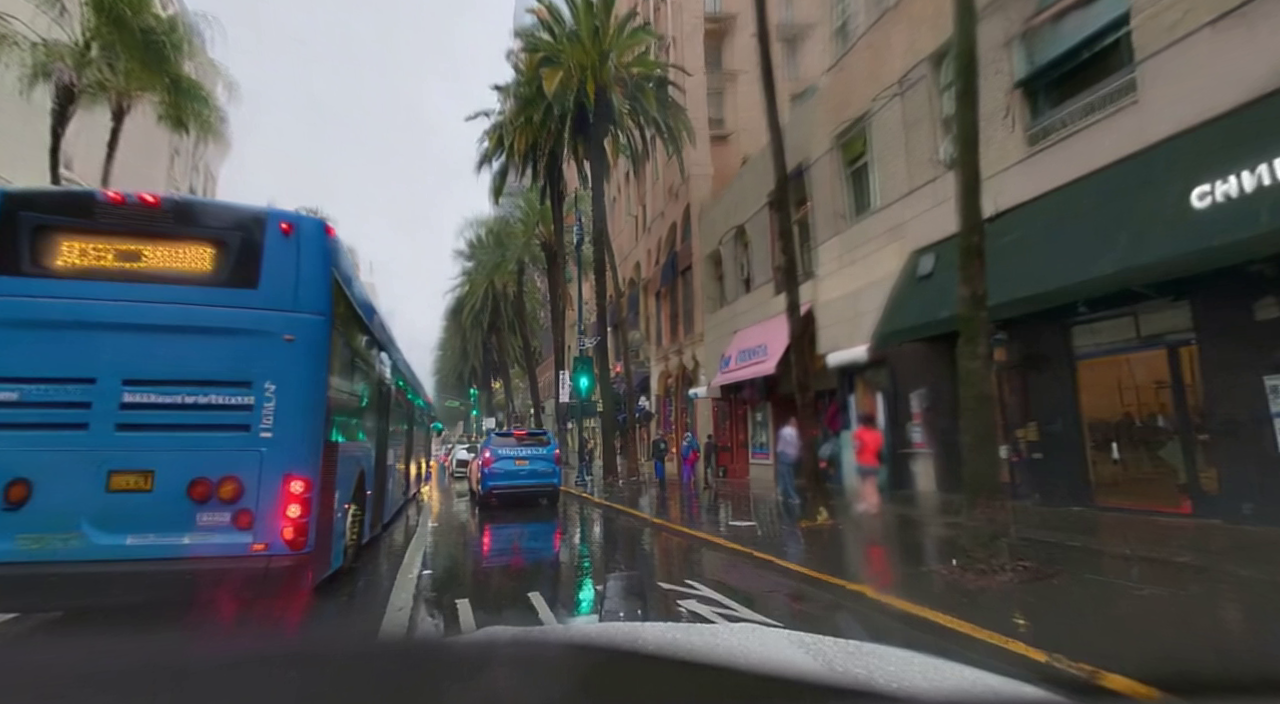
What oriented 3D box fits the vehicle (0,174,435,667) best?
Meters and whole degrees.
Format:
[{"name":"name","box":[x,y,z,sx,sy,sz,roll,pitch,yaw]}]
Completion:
[{"name":"vehicle","box":[-5.127,1.228,9.850,2.863,3.233,11.573,2,-9,-14]}]

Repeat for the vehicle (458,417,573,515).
[{"name":"vehicle","box":[-3.044,2.588,14.769,2.002,1.907,4.211,3,-9,-19]}]
